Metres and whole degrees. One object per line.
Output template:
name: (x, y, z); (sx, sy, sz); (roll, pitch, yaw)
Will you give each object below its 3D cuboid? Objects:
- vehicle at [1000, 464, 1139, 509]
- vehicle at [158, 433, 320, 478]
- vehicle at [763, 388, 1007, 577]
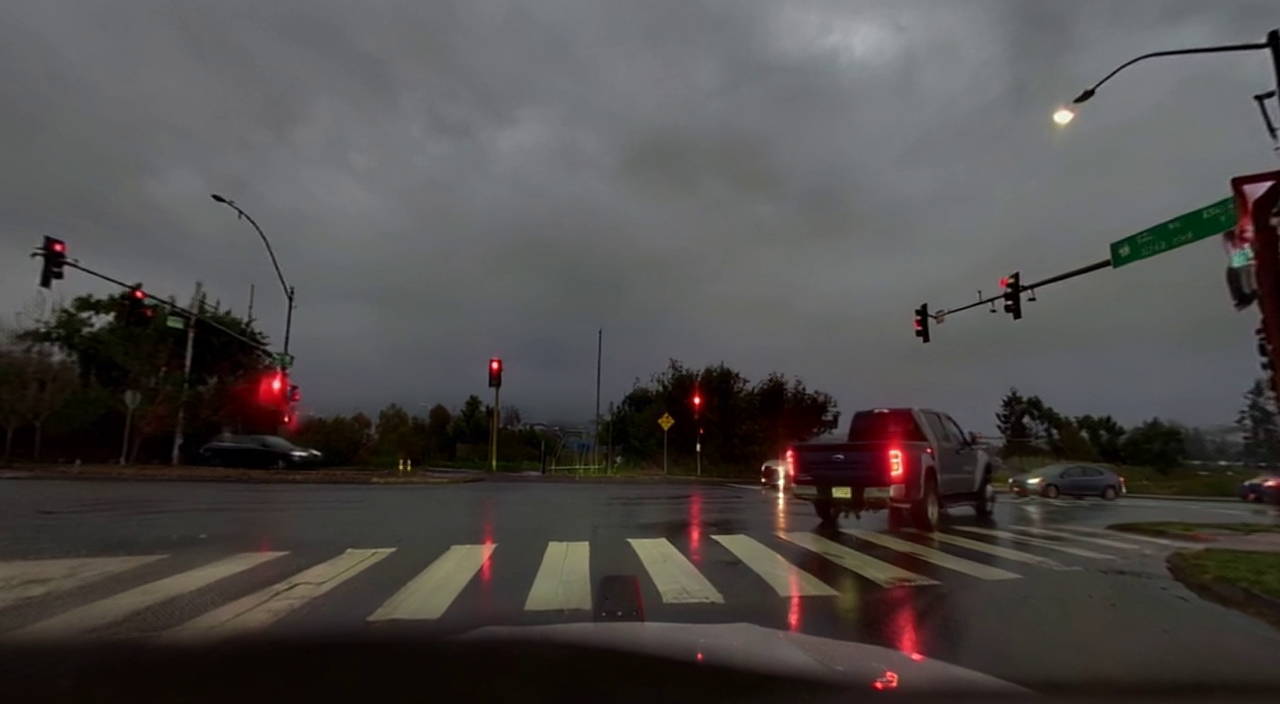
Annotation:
vehicle: (17.891, 5.610, 26.386); (4.356, 1.498, 1.957); (-3, -8, -2)
vehicle: (-15.218, 3.937, 24.163); (1.964, 1.525, 4.750); (-7, -11, 40)
vehicle: (4.724, 2.148, 11.379); (2.851, 2.400, 5.978); (-5, -10, 32)
